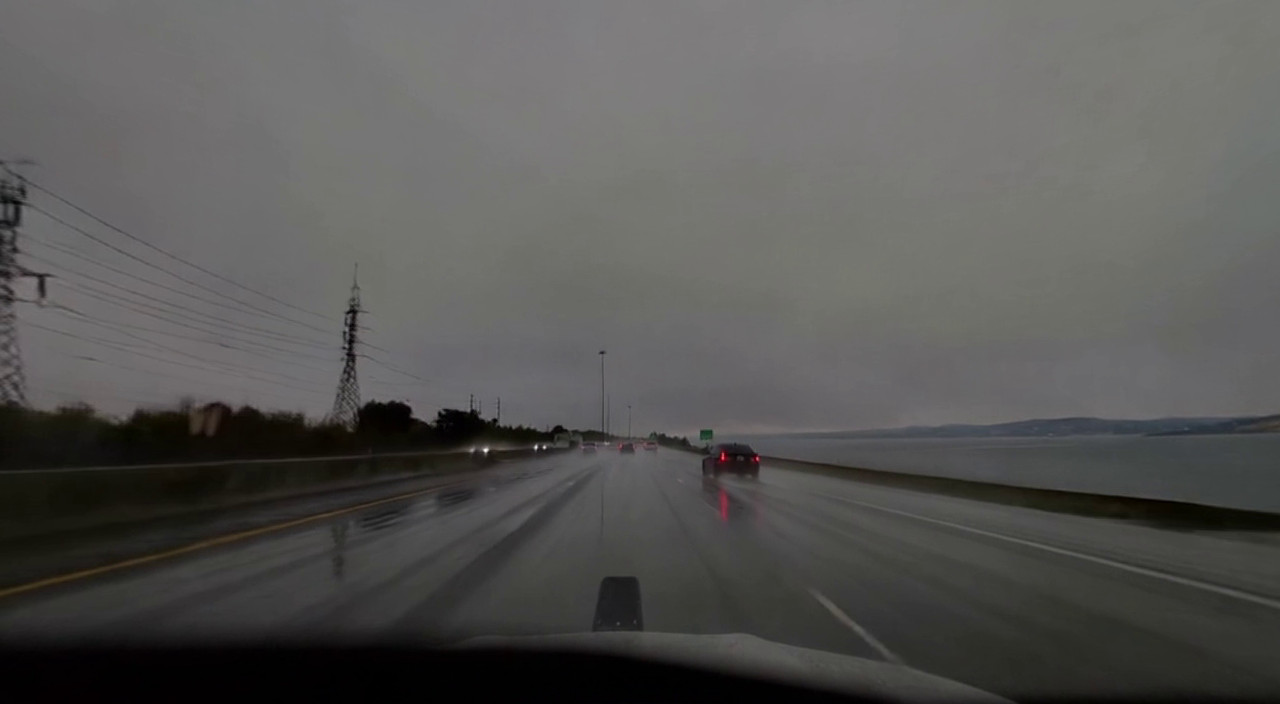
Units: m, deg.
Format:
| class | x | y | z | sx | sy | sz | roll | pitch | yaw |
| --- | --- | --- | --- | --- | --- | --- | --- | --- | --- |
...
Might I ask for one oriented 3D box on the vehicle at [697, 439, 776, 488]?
| class | x | y | z | sx | sy | sz | roll | pitch | yaw |
| --- | --- | --- | --- | --- | --- | --- | --- | --- | --- |
| vehicle | 3.153 | 3.753 | 21.614 | 1.890 | 1.490 | 4.373 | 0 | -8 | -2 |
